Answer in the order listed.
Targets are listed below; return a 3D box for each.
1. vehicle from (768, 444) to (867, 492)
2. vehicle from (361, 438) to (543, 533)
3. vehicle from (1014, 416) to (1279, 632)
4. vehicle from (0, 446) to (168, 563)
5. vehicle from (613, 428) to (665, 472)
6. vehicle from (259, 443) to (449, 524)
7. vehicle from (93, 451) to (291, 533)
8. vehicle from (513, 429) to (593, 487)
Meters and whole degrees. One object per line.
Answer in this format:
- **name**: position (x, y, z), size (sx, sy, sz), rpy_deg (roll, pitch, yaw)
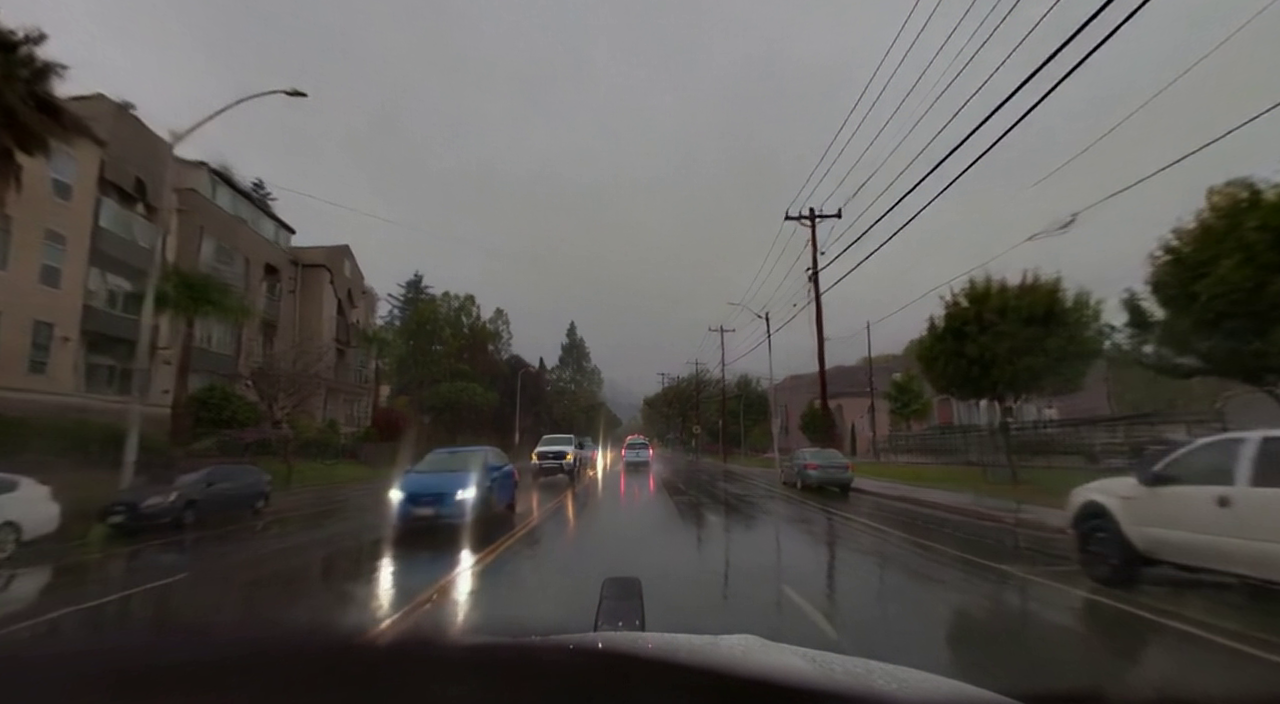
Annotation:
- **vehicle**: position (6.038, 3.980, 22.167), size (1.943, 1.490, 4.783), rpy_deg (0, -8, -2)
- **vehicle**: position (-3.311, 2.436, 12.265), size (2.057, 1.476, 4.593), rpy_deg (0, -8, 1)
- **vehicle**: position (6.271, 1.440, 5.514), size (2.350, 1.706, 5.901), rpy_deg (0, -8, -1)
- **vehicle**: position (-9.445, 2.247, 9.236), size (1.790, 1.527, 4.123), rpy_deg (-1, -14, 1)
- **vehicle**: position (-0.004, 4.733, 30.296), size (2.308, 1.940, 4.125), rpy_deg (-1, -10, 1)
- **vehicle**: position (-6.024, 2.777, 14.096), size (2.023, 1.492, 4.666), rpy_deg (0, -8, 1)
- **vehicle**: position (-9.664, 2.994, 14.050), size (1.760, 1.497, 3.608), rpy_deg (0, -8, -1)
- **vehicle**: position (-3.020, 3.802, 23.061), size (2.178, 1.861, 4.920), rpy_deg (0, -8, 0)
